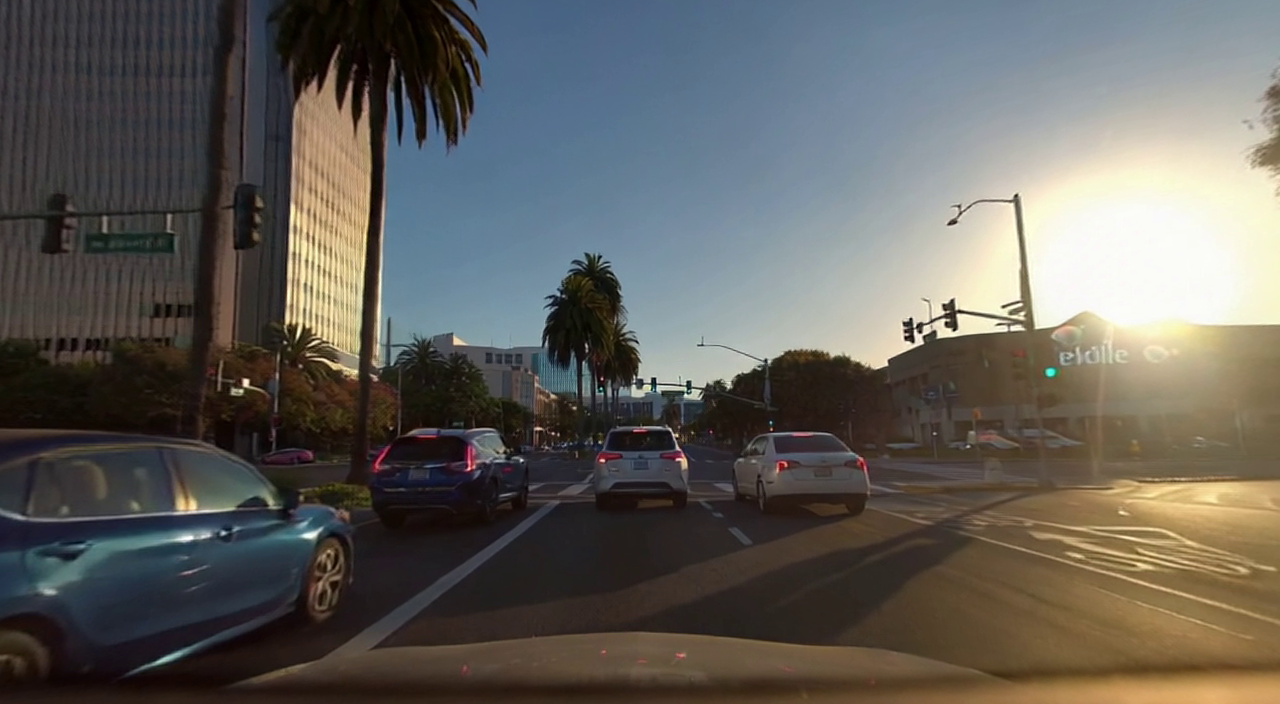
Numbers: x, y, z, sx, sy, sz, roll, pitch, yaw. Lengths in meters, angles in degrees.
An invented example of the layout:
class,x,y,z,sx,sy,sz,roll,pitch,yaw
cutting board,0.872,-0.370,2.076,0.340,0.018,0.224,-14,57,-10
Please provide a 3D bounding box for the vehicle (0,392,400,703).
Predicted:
class,x,y,z,sx,sy,sz,roll,pitch,yaw
vehicle,-3.219,1.082,3.472,1.962,1.480,4.605,0,-9,0

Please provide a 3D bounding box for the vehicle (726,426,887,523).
class,x,y,z,sx,sy,sz,roll,pitch,yaw
vehicle,2.992,2.289,12.308,1.936,1.567,3.896,0,-9,-2

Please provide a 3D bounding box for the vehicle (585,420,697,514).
class,x,y,z,sx,sy,sz,roll,pitch,yaw
vehicle,0.012,2.453,13.886,2.060,1.730,4.257,0,-9,0

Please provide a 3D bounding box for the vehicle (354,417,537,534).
class,x,y,z,sx,sy,sz,roll,pitch,yaw
vehicle,-3.201,2.123,11.377,1.938,1.713,4.048,0,-9,1
